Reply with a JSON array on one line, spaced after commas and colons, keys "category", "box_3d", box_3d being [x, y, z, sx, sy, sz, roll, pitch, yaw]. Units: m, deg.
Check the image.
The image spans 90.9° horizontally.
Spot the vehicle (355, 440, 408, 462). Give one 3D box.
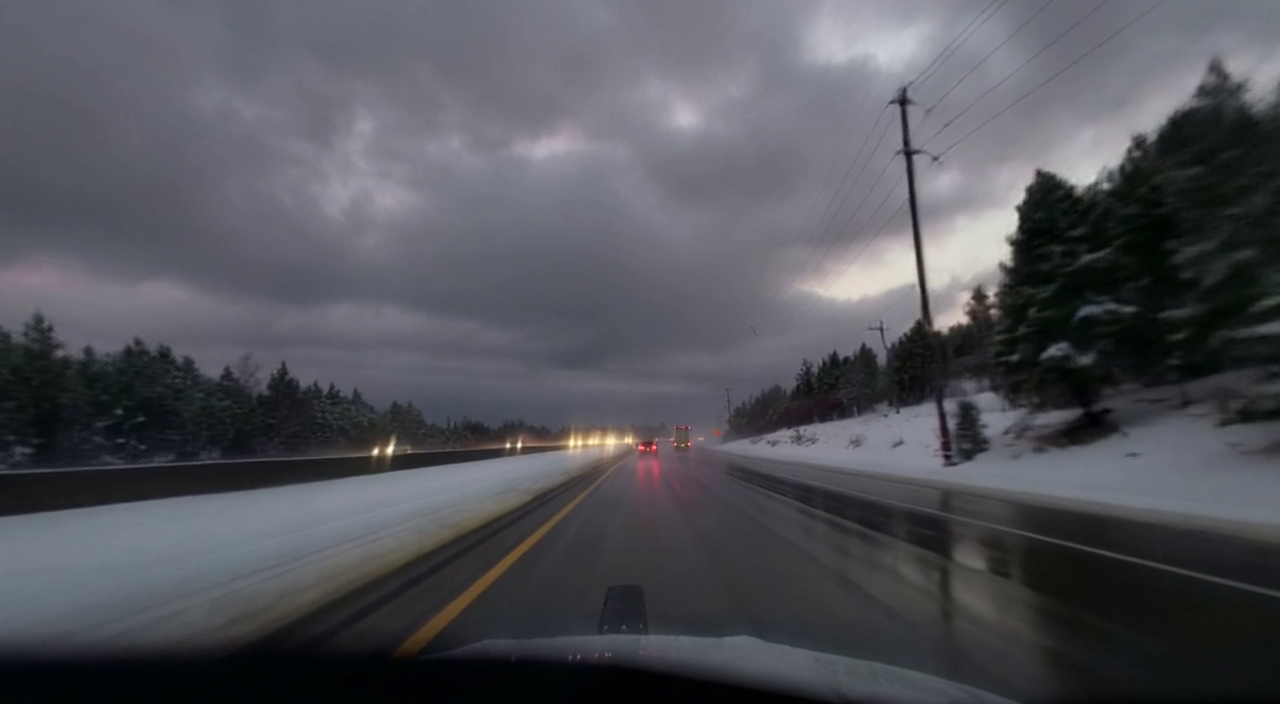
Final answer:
[{"category": "vehicle", "box_3d": [-20.322, 7.800, 49.772, 2.087, 1.611, 4.808, -1, -8, 1]}]

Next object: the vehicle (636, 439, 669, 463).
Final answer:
[{"category": "vehicle", "box_3d": [0.891, 6.917, 44.023, 2.192, 1.556, 4.132, -1, -8, 1]}]
